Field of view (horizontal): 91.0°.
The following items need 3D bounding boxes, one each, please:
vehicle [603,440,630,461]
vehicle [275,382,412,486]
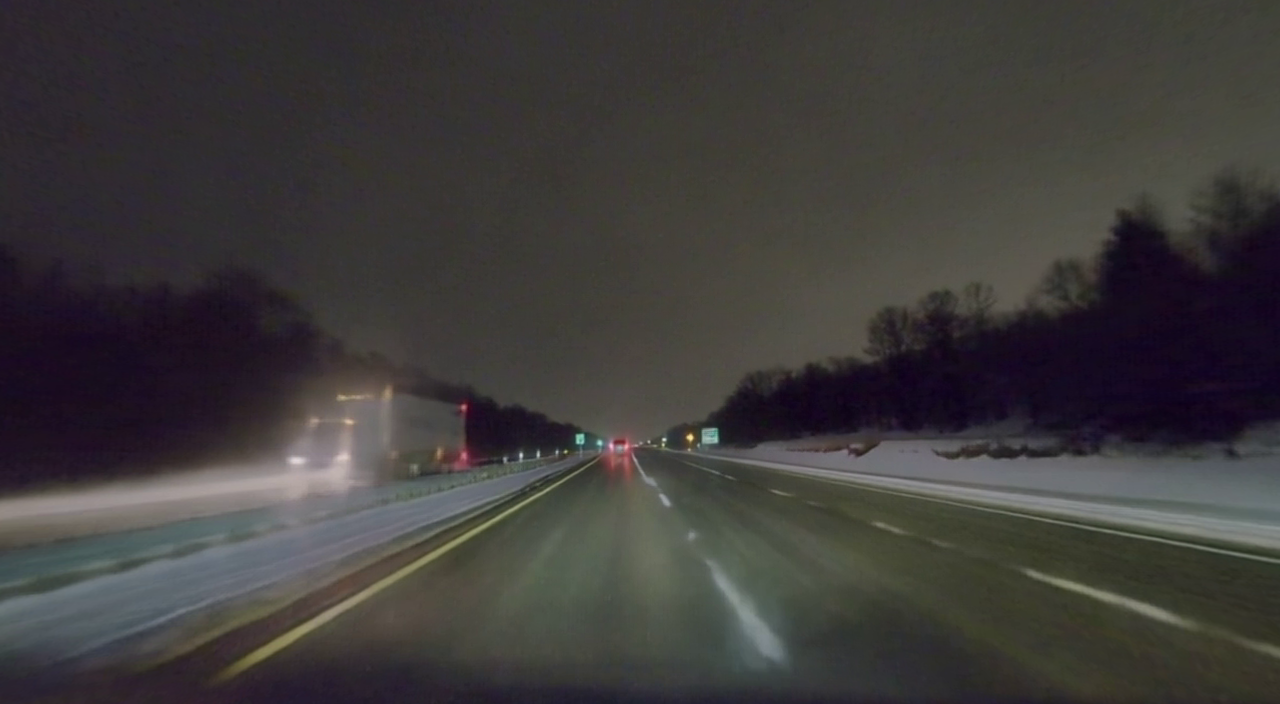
[{"bbox_3d":[-1.752,7.506,48.131,2.009,1.554,4.013,0,-8,-1],"label":"vehicle"},{"bbox_3d":[-12.458,3.554,27.181,2.992,3.963,6.037,0,-8,-2],"label":"vehicle"}]
